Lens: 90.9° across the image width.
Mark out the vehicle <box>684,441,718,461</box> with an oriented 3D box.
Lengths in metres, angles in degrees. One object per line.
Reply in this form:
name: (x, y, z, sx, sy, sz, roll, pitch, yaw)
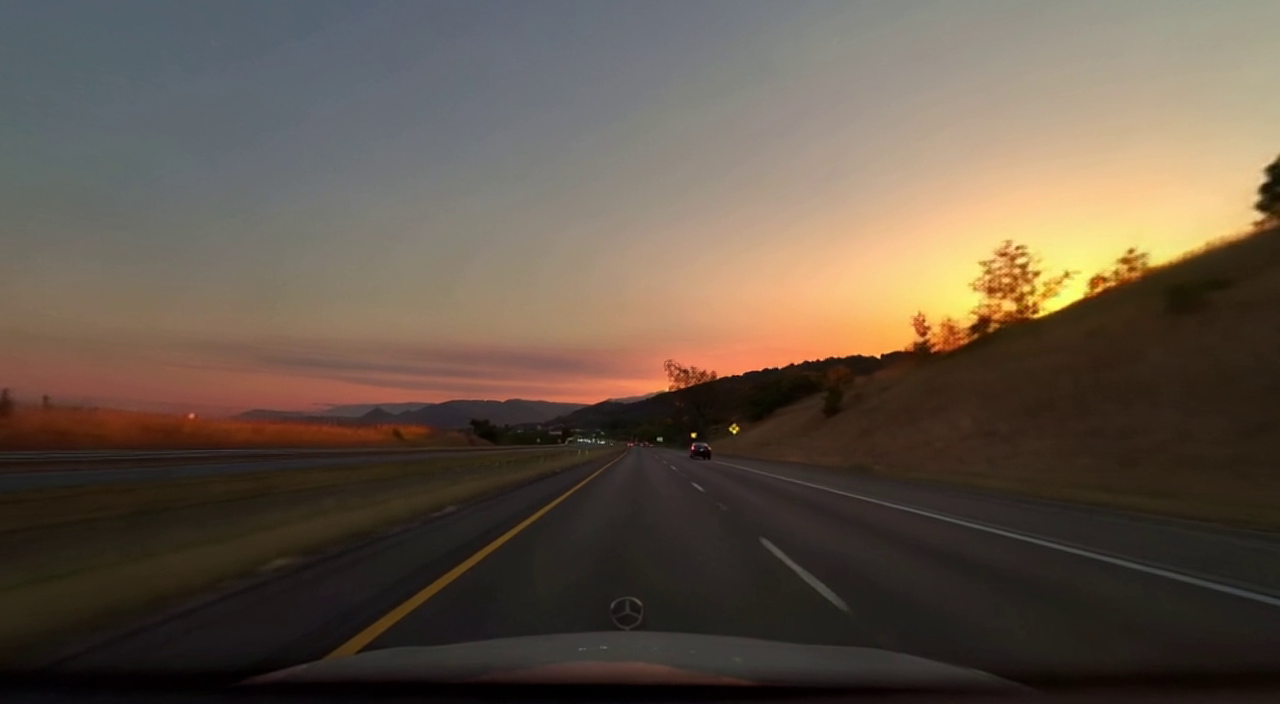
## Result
vehicle: (4.577, 7.509, 48.031, 2.012, 1.476, 4.256, 0, -8, -2)
